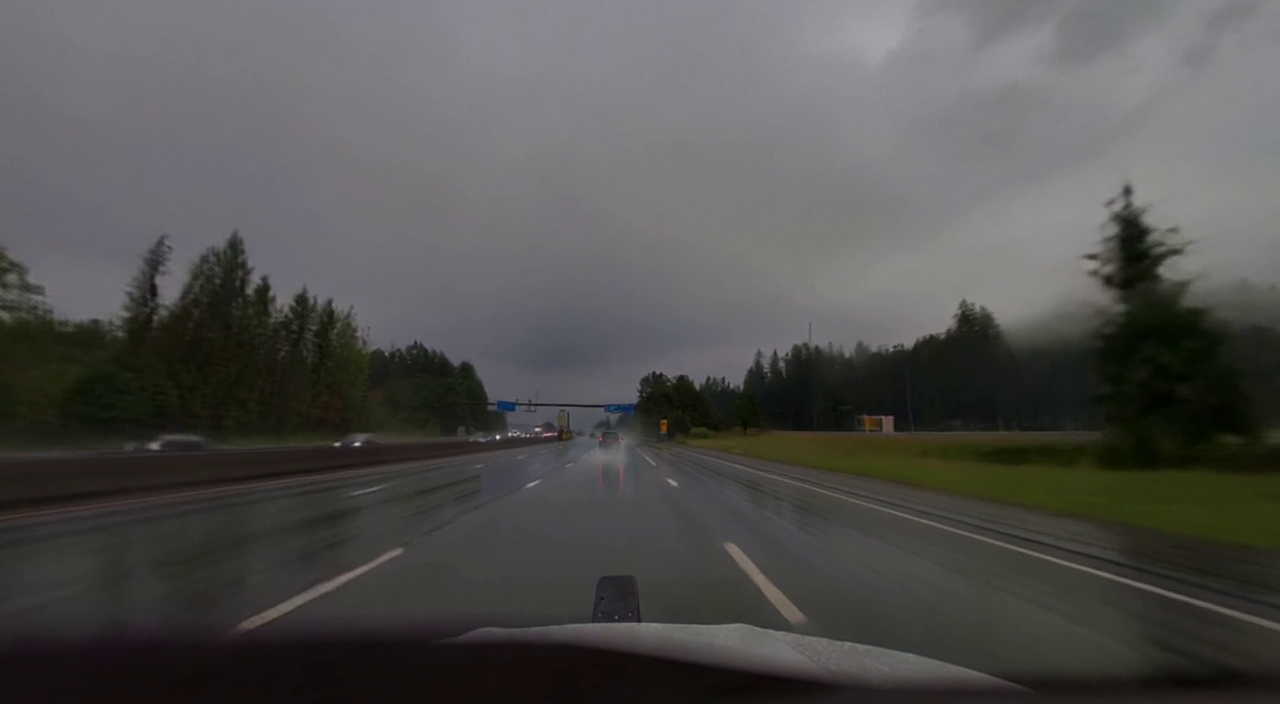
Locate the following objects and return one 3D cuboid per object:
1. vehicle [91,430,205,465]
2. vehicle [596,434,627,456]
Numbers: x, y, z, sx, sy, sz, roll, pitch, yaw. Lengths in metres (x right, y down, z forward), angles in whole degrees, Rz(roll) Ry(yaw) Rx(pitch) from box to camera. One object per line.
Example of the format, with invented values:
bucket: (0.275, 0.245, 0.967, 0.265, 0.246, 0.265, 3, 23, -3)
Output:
vehicle: (-23.132, 4.493, 29.856, 1.981, 1.540, 4.231, 0, -8, -1)
vehicle: (-1.972, 6.478, 44.081, 2.000, 1.491, 3.913, 0, -8, -2)
